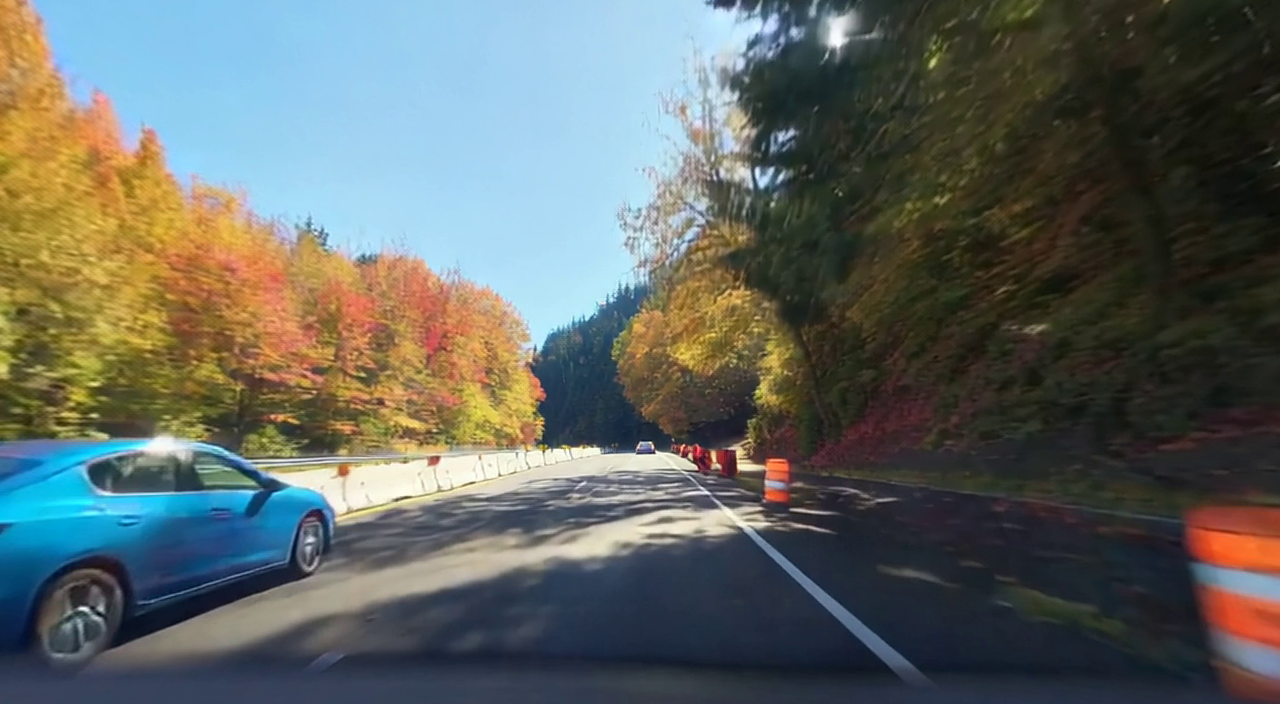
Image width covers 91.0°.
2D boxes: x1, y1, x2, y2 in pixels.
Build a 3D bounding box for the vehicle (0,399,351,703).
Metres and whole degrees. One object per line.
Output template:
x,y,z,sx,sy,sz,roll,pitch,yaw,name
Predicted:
-3.846,1.157,4.112,1.902,1.505,4.016,0,-8,1,vehicle
